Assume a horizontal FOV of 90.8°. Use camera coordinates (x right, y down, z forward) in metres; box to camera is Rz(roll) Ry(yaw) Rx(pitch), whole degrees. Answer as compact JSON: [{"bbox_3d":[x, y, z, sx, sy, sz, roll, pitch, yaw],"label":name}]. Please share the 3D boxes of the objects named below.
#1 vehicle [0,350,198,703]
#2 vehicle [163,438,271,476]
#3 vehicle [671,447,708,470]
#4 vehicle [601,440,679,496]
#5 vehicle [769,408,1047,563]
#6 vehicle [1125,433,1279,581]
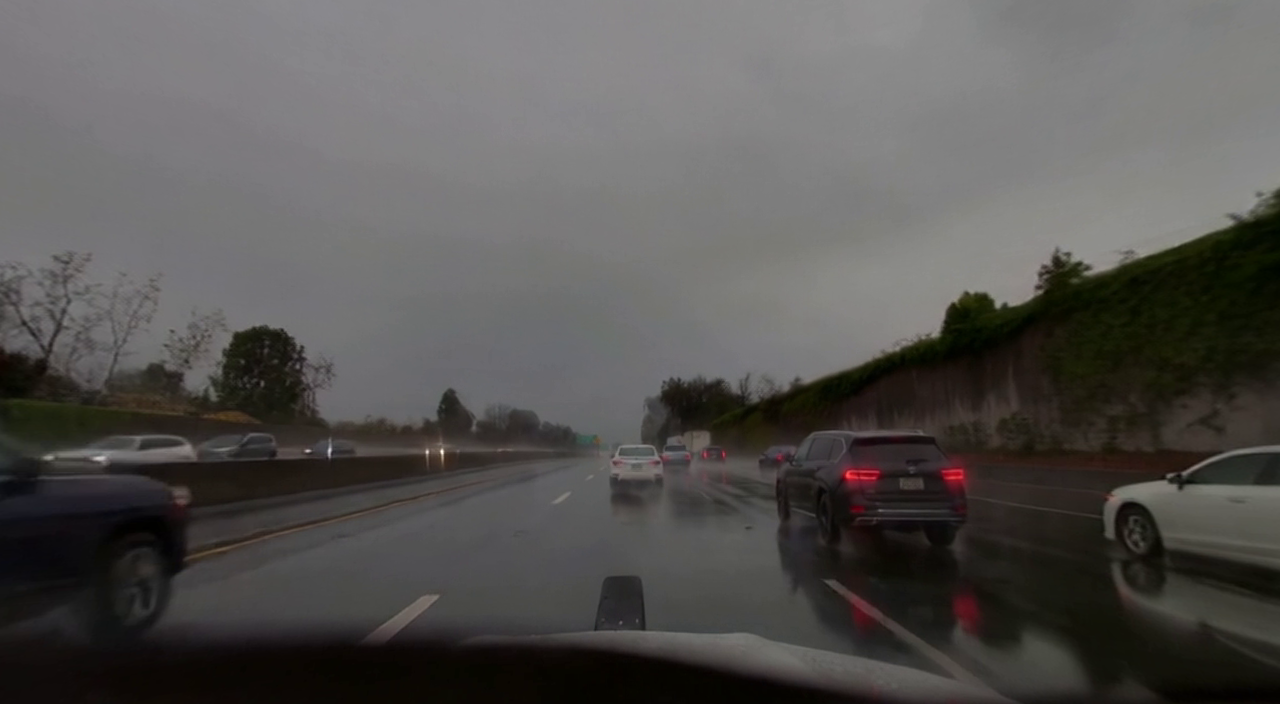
[{"bbox_3d":[-4.222,0.699,1.846,2.218,1.776,5.031,0,-9,0],"label":"vehicle"},{"bbox_3d":[-21.444,5.354,32.359,2.163,1.774,4.928,0,-9,-1],"label":"vehicle"},{"bbox_3d":[3.303,7.232,43.186,1.998,1.490,4.296,0,-9,-2],"label":"vehicle"},{"bbox_3d":[-0.051,3.419,18.900,2.098,1.475,3.997,0,-9,-1],"label":"vehicle"},{"bbox_3d":[3.631,1.921,9.816,2.162,1.800,4.693,0,-9,-1],"label":"vehicle"},{"bbox_3d":[7.366,1.511,6.070,1.872,1.469,4.414,0,-9,0],"label":"vehicle"}]
